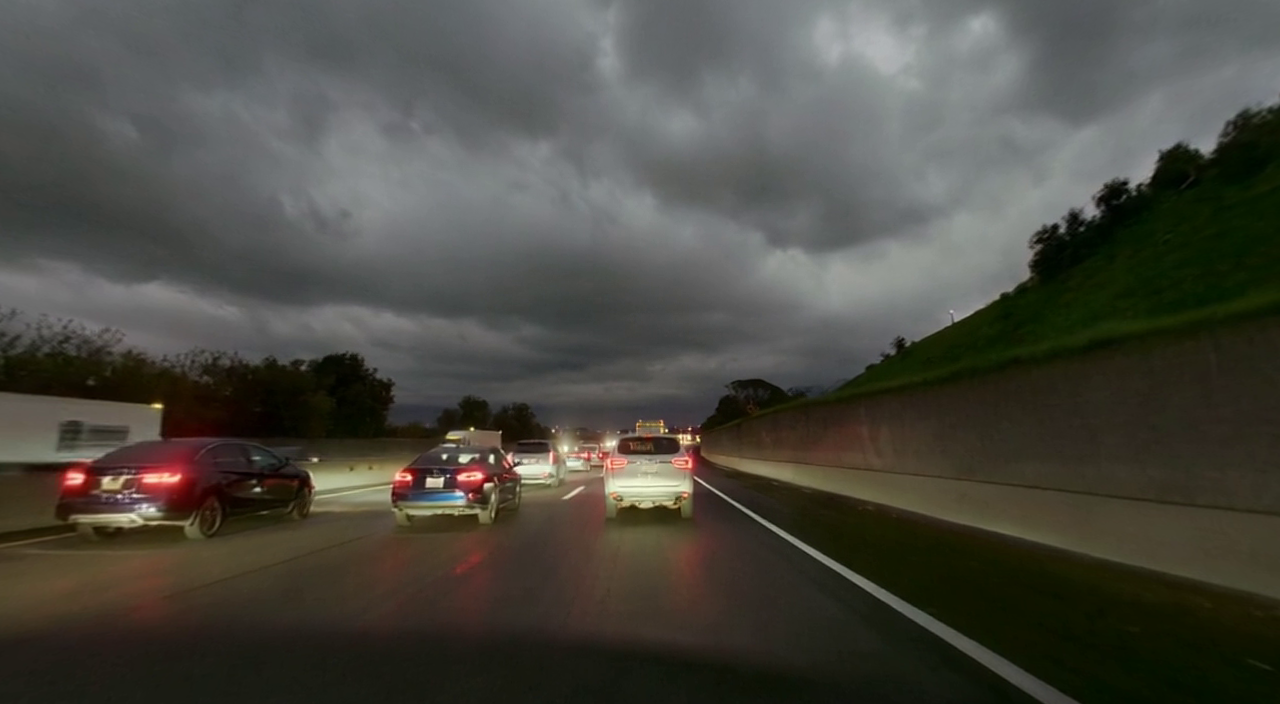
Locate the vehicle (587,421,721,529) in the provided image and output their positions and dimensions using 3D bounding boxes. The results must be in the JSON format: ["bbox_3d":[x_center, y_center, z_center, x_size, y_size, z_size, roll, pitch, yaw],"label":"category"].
[{"bbox_3d":[0.199,2.457,13.172,2.210,1.760,5.303,0,-9,-1],"label":"vehicle"}]

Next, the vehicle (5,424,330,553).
[{"bbox_3d":[-7.473,2.187,10.792,1.986,1.700,4.558,0,-9,0],"label":"vehicle"}]

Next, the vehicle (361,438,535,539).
[{"bbox_3d":[-3.258,2.385,11.629,1.917,1.506,3.949,0,-9,1],"label":"vehicle"}]
